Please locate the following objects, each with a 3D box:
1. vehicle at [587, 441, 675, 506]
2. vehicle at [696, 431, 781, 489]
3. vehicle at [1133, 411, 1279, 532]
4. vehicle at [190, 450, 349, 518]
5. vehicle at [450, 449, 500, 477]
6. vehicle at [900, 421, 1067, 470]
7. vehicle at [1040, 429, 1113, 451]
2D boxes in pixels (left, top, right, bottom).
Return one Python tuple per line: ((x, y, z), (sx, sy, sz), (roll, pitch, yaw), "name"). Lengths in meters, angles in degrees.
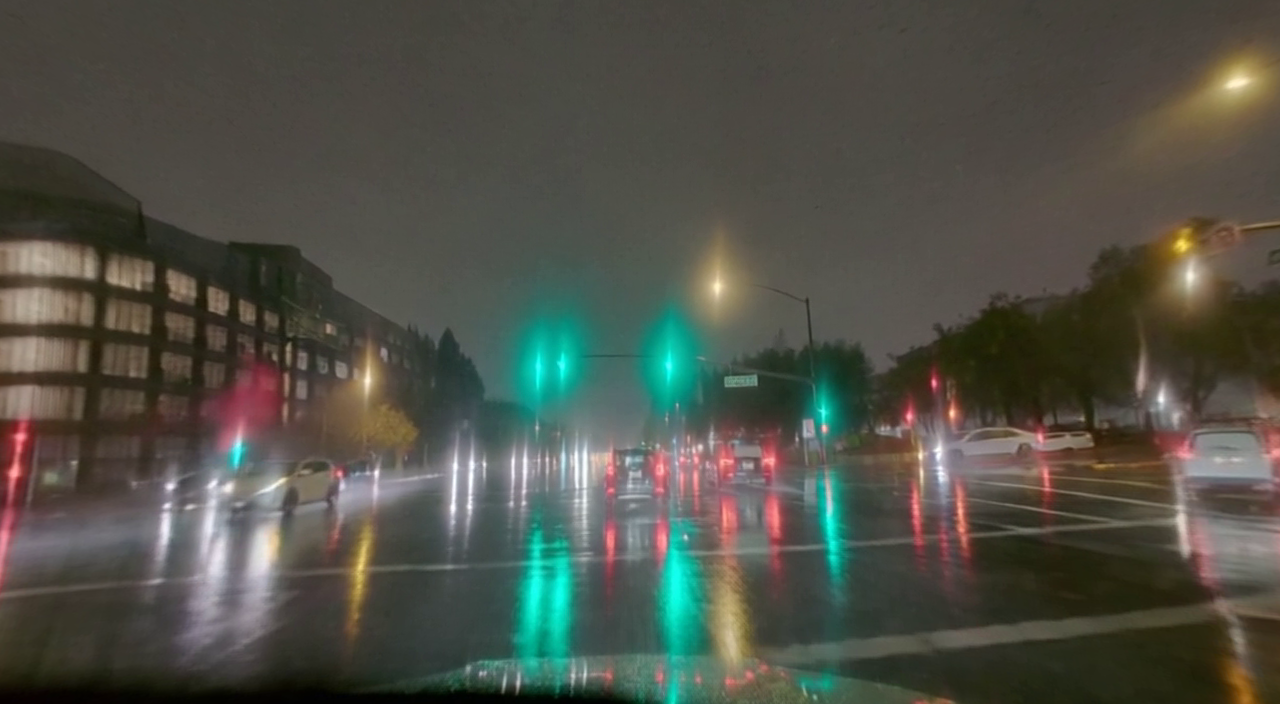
((-0.254, 3.126, 16.761), (2.034, 1.500, 3.966), (0, -8, -1), "vehicle")
((3.241, 3.676, 21.856), (2.107, 1.773, 4.557), (0, -8, -1), "vehicle")
((10.464, 2.019, 11.143), (2.039, 1.760, 4.319), (-5, -10, 29), "vehicle")
((-11.270, 4.005, 19.733), (2.078, 1.795, 4.636), (0, -8, 1), "vehicle")
((-11.044, 7.455, 42.670), (2.102, 1.758, 4.532), (0, -8, 1), "vehicle")
((15.155, 4.187, 28.361), (6.013, 2.030, 2.461), (-2, -9, 12), "vehicle")
((31.015, 6.294, 45.030), (2.032, 1.458, 4.204), (0, -8, -3), "vehicle")
